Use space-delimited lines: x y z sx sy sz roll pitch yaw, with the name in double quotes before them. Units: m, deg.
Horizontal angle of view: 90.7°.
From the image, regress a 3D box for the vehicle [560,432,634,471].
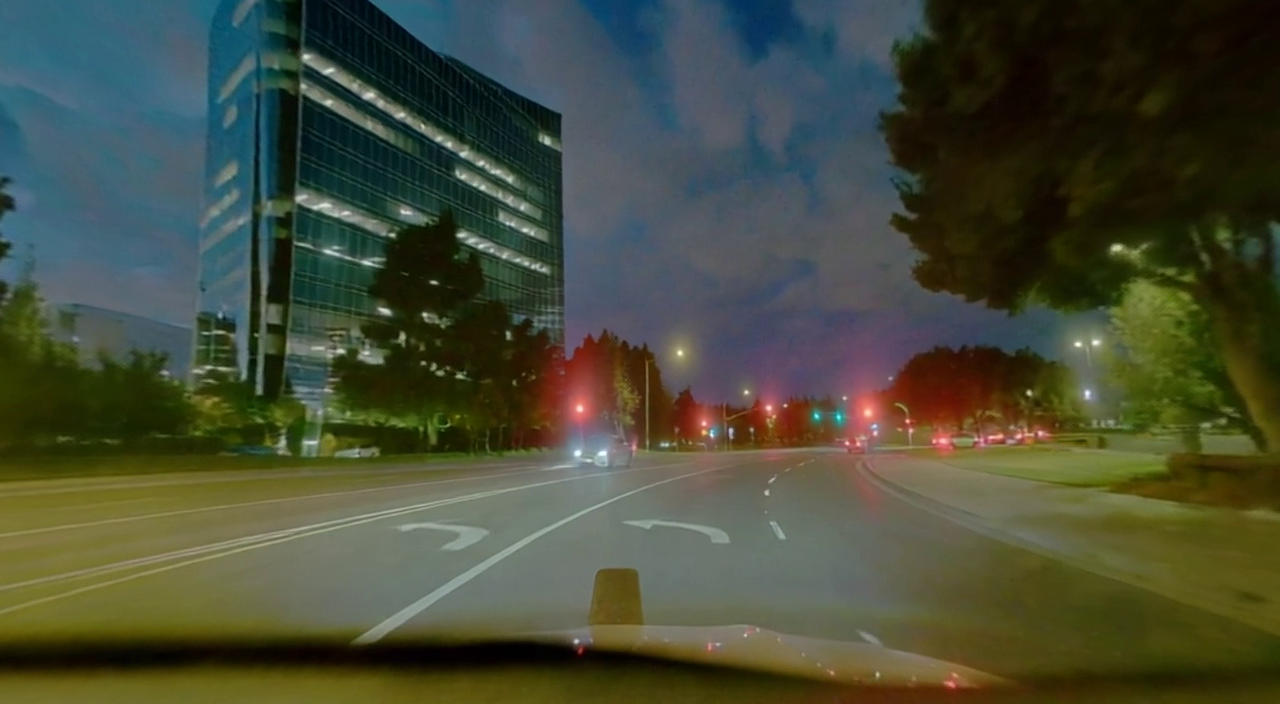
"vehicle" -1.937 4.718 30.115 2.117 1.683 4.565 -3 -9 16
